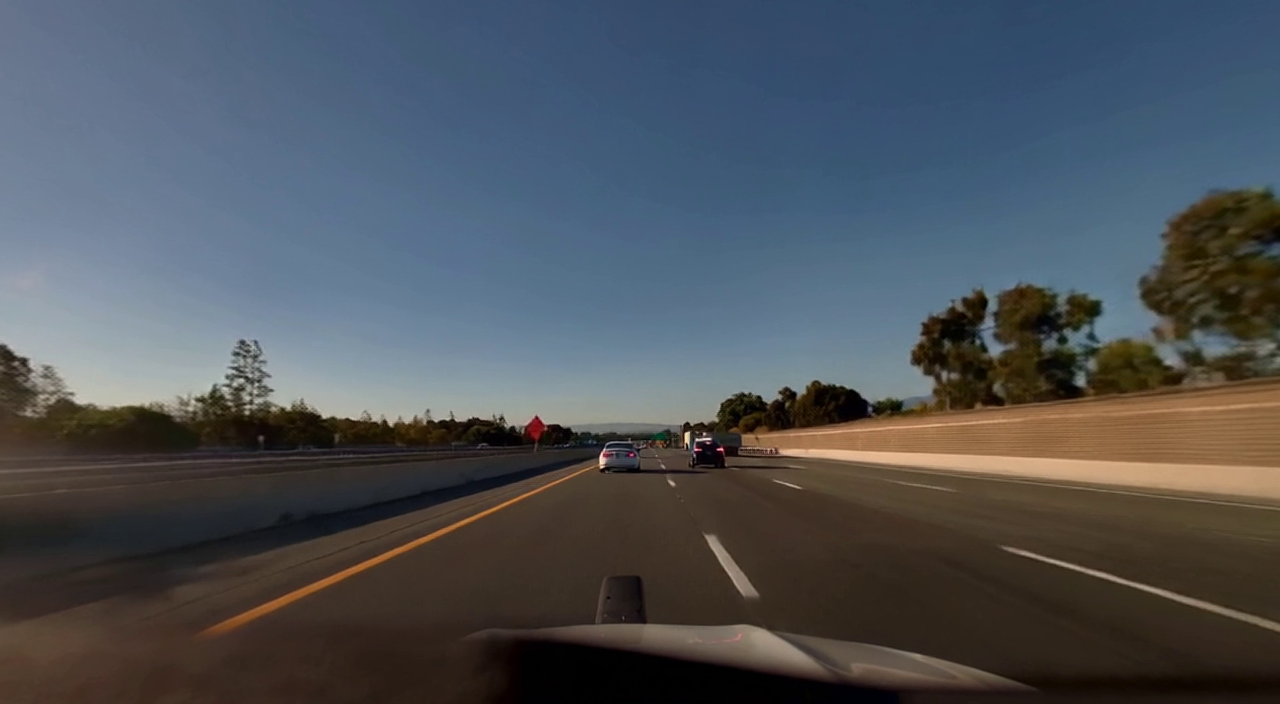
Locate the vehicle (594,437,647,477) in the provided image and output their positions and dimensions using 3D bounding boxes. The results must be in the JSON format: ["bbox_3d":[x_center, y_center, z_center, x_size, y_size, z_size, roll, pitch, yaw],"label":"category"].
[{"bbox_3d":[-0.715,4.353,26.361,2.050,1.546,4.344,0,-8,1],"label":"vehicle"}]

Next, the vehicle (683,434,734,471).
[{"bbox_3d":[3.337,4.977,31.376,2.063,1.698,4.355,0,-8,0],"label":"vehicle"}]
